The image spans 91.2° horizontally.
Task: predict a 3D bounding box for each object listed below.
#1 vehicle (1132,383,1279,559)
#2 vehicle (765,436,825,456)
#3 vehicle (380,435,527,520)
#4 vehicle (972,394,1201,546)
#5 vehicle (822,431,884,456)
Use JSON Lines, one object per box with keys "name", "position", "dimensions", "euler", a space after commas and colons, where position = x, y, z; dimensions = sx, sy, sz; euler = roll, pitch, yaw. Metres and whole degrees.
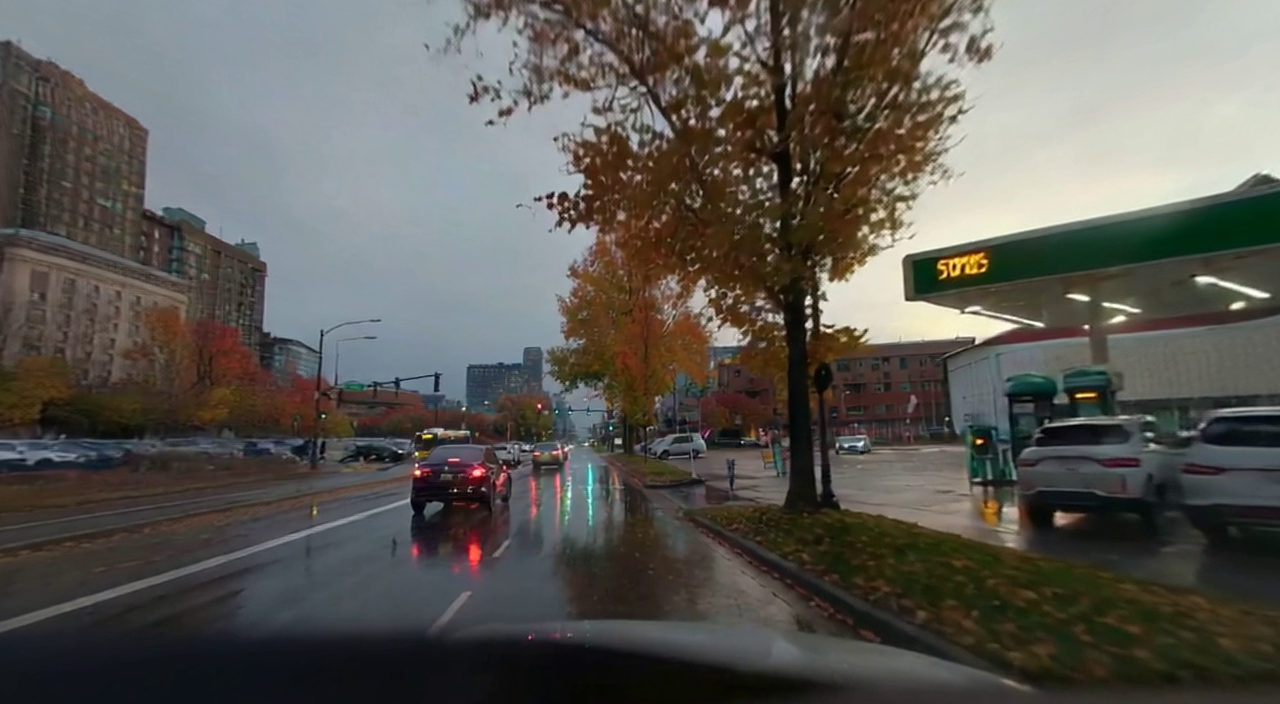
{"name": "vehicle", "position": [7.591, 1.322, 7.327], "dimensions": [4.481, 1.610, 2.048], "euler": [8, -12, -42]}
{"name": "vehicle", "position": [12.225, 7.446, 49.576], "dimensions": [4.064, 1.507, 2.078], "euler": [1, -9, -5]}
{"name": "vehicle", "position": [-3.706, 2.567, 13.301], "dimensions": [2.092, 1.507, 4.078], "euler": [0, -9, -4]}
{"name": "vehicle", "position": [6.743, 1.559, 9.309], "dimensions": [4.030, 1.709, 1.840], "euler": [3, -9, -43]}
{"name": "vehicle", "position": [16.951, 7.276, 49.894], "dimensions": [4.172, 1.687, 1.773], "euler": [-3, -8, -6]}
